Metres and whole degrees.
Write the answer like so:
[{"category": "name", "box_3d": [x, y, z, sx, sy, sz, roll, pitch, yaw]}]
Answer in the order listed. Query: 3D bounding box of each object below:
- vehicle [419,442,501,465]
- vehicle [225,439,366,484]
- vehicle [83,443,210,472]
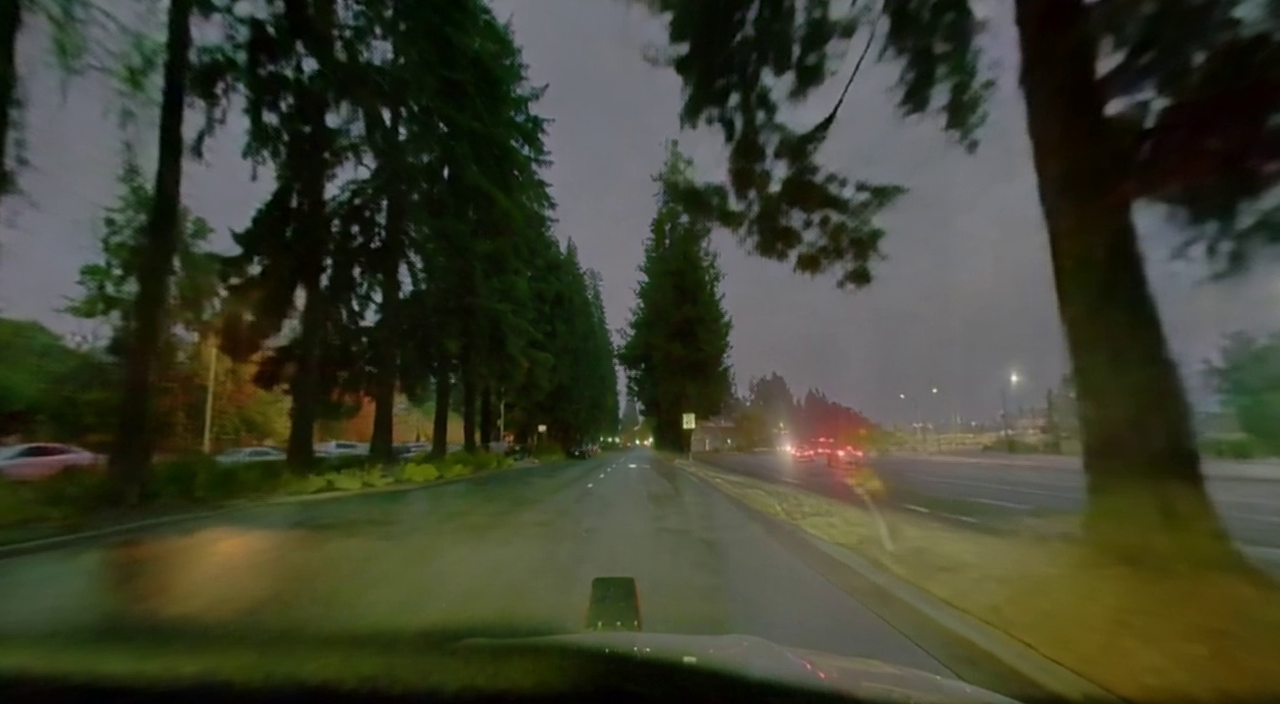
[{"category": "vehicle", "box_3d": [-12.930, 7.325, 45.485, 5.300, 1.432, 1.951, 1, -8, -1]}, {"category": "vehicle", "box_3d": [-13.670, 4.343, 25.157, 4.422, 1.694, 2.026, 0, -7, 1]}, {"category": "vehicle", "box_3d": [-26.680, 5.693, 34.181, 5.024, 1.494, 2.242, 0, -7, 1]}]
